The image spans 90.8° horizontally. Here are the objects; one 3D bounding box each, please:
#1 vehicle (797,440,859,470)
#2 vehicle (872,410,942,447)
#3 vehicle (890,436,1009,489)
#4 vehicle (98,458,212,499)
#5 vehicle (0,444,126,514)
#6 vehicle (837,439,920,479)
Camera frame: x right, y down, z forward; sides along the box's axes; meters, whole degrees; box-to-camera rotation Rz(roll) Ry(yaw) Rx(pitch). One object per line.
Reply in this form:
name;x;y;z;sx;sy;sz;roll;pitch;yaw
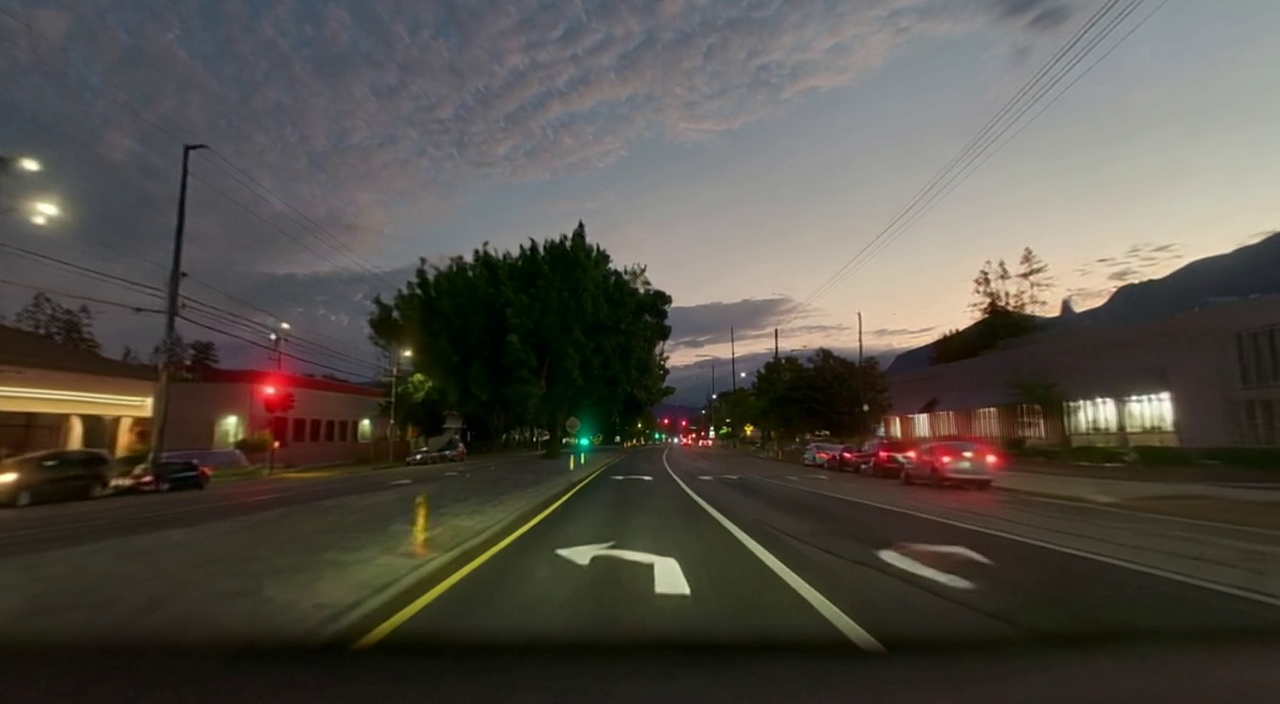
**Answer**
vehicle;10.060;5.551;34.196;1.926;1.464;4.436;0;-9;-1
vehicle;19.235;5.650;45.917;2.179;2.441;5.974;-2;-8;-2
vehicle;10.105;3.635;21.013;1.901;1.586;3.903;0;-9;0
vehicle;-19.470;5.080;25.592;1.664;1.443;3.701;-1;-9;0
vehicle;-19.436;4.036;20.264;1.954;2.000;4.687;-3;-9;-1
vehicle;9.836;4.440;26.428;1.726;1.486;4.394;0;-9;-1
